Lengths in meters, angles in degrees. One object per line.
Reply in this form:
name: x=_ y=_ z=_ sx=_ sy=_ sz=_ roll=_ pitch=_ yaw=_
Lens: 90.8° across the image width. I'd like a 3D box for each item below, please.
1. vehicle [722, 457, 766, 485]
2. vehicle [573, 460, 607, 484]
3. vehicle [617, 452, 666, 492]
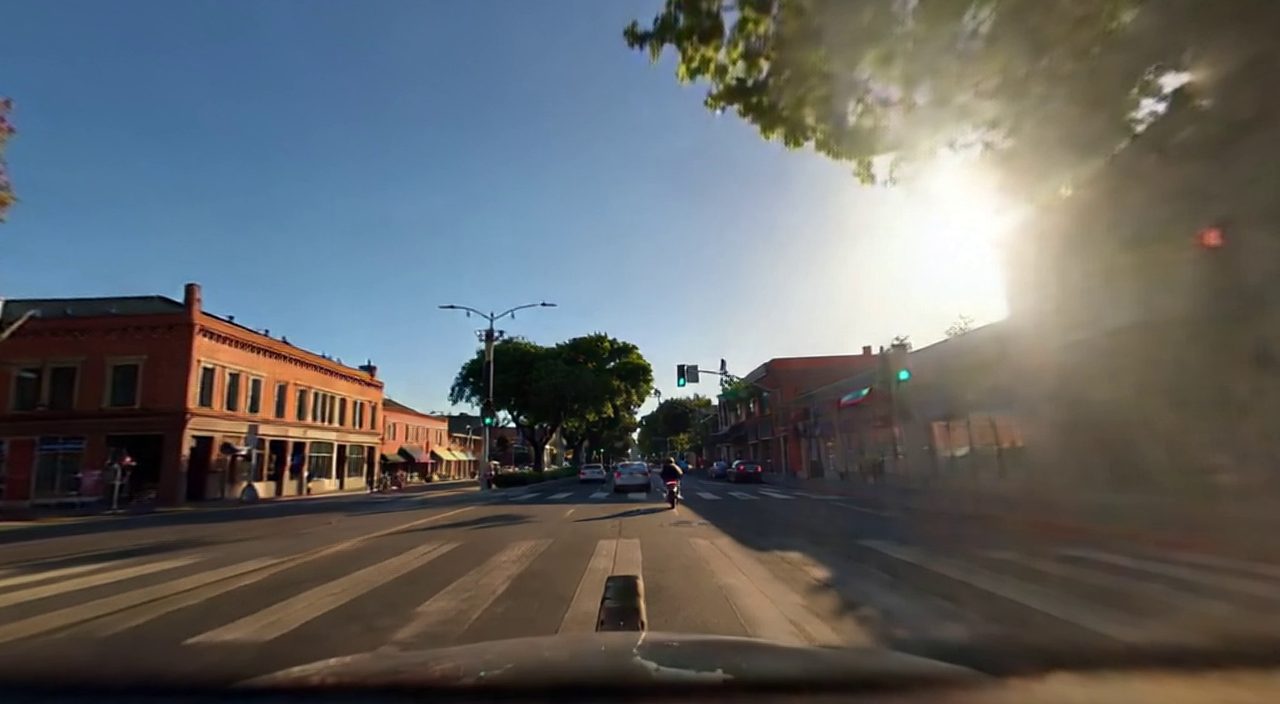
vehicle: x=6.729 y=7.691 z=41.119 sx=2.069 sy=1.590 sz=4.066 roll=0 pitch=-9 yaw=-1
vehicle: x=-3.328 y=8.045 z=42.591 sx=2.014 sy=1.470 sz=4.552 roll=0 pitch=-9 yaw=-1
vehicle: x=-0.004 y=5.797 z=30.944 sx=2.223 sy=1.775 sz=4.250 roll=0 pitch=-9 yaw=-1
